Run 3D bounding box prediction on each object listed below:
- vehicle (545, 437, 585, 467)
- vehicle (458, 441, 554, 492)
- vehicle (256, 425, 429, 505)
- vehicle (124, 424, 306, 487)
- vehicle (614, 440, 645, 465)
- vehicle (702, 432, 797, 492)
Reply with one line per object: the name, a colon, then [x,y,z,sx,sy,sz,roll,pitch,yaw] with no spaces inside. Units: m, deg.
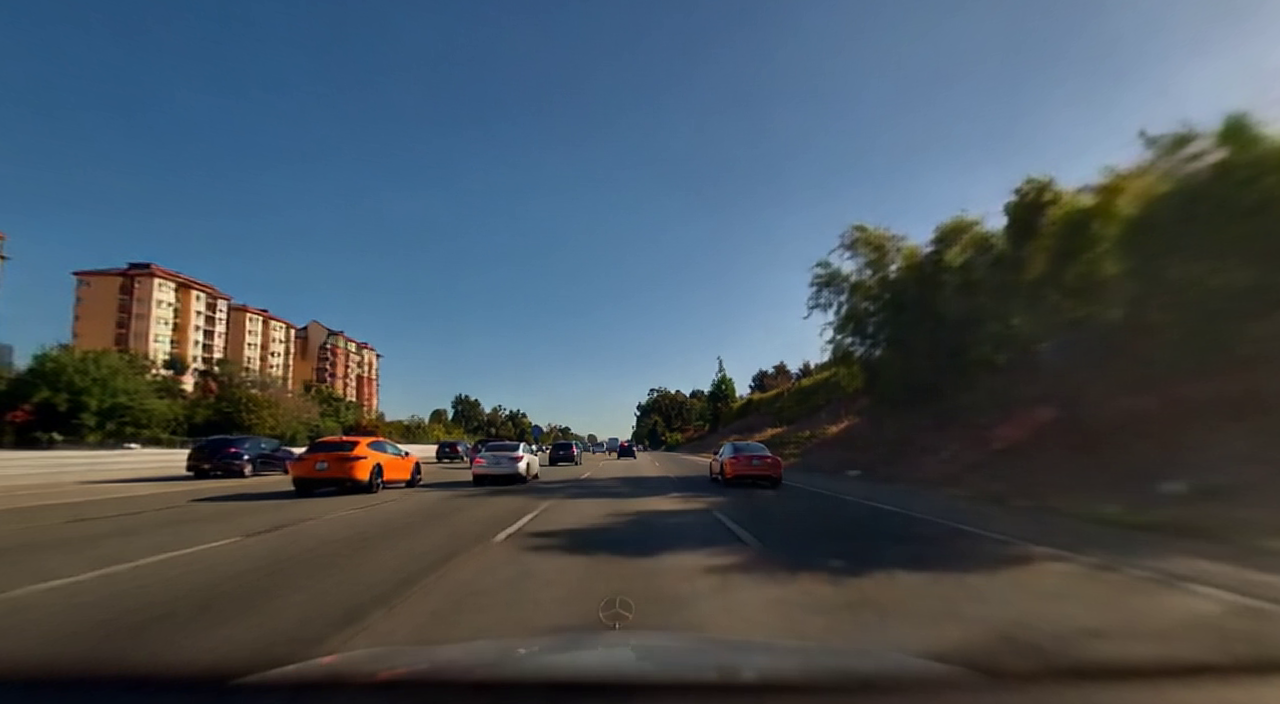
vehicle: [-4.673,6.332,40.074,2.044,1.774,4.329,0,-8,0]
vehicle: [-4.168,3.628,20.434,2.124,1.426,4.444,0,-8,0]
vehicle: [-7.487,2.898,16.677,2.086,1.776,5.080,0,-8,0]
vehicle: [-15.400,3.799,23.578,2.396,1.999,6.333,0,-8,0]
vehicle: [-0.707,6.989,44.125,2.053,1.650,3.945,0,-8,-1]
vehicle: [3.287,3.414,19.924,2.061,1.658,4.417,0,-8,-2]
